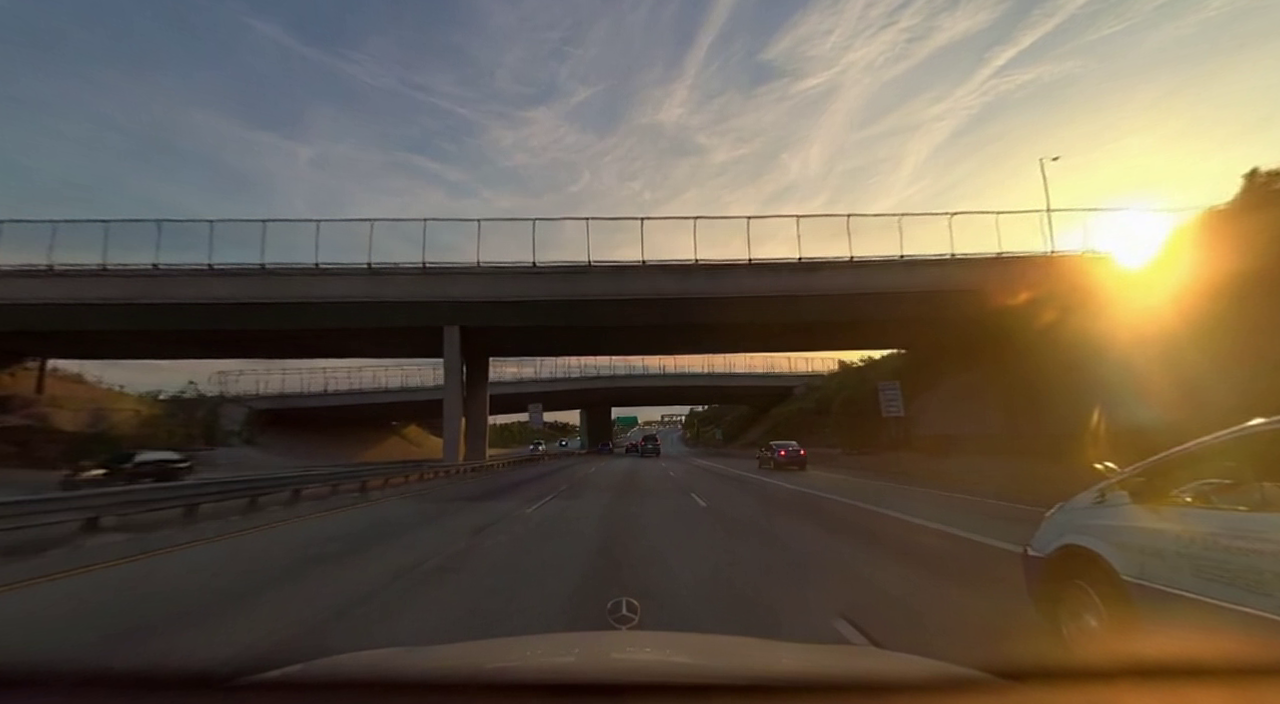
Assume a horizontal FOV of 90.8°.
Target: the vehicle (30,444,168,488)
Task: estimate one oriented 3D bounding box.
[{"bbox_3d":[-24.717,5.160,29.152,2.086,1.815,4.806,0,-8,0],"label":"vehicle"}]
